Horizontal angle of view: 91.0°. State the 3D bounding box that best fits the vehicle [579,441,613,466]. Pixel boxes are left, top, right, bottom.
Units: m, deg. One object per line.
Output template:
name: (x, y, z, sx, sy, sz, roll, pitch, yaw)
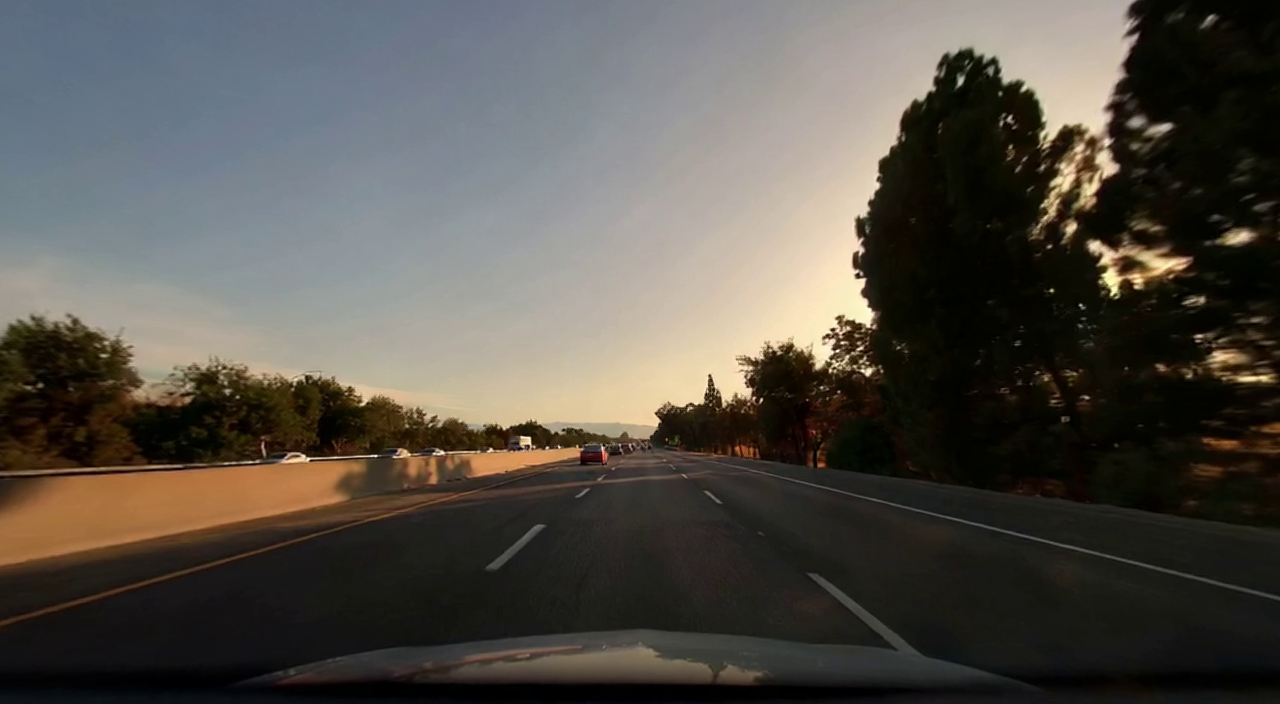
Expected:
vehicle: (-3.201, 7.512, 46.770, 2.166, 1.723, 4.267, 0, -9, 1)
